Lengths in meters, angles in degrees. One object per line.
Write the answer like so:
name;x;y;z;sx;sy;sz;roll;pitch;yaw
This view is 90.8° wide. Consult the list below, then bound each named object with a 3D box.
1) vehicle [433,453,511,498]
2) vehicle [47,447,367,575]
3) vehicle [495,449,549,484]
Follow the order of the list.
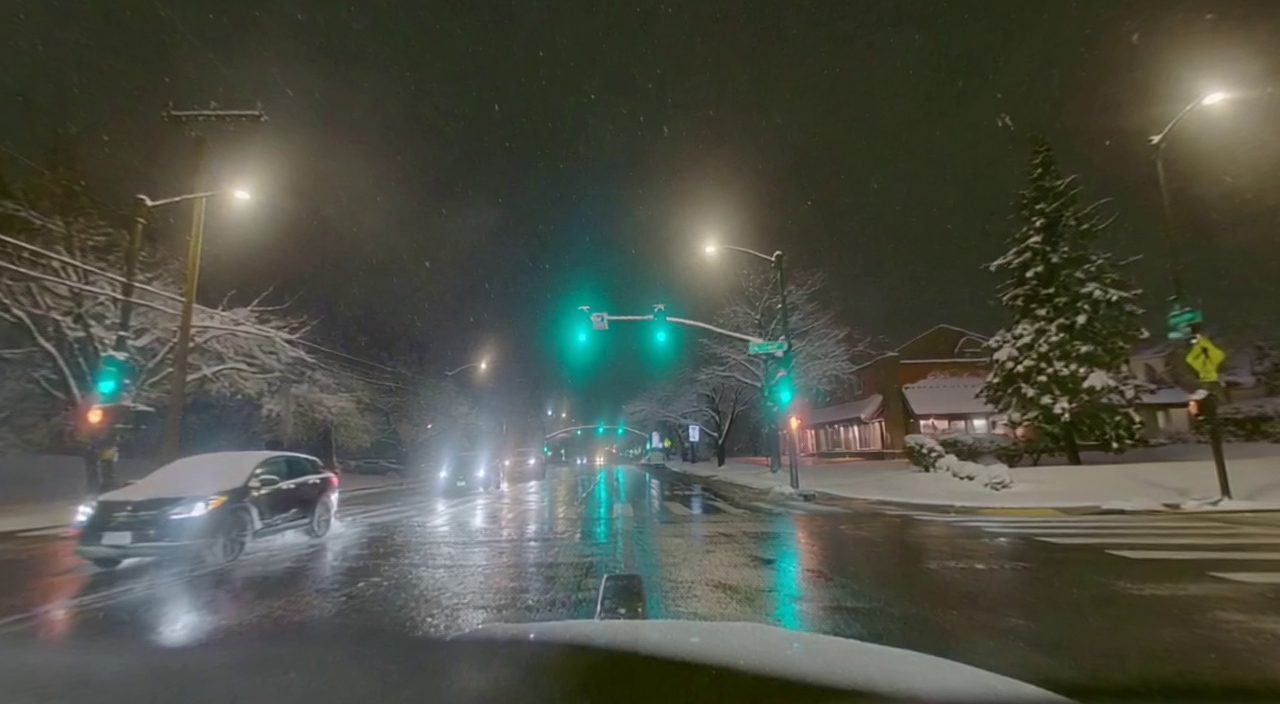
vehicle;-6.810;5.018;26.135;2.019;1.596;4.608;0;-8;-1
vehicle;-6.462;2.355;10.255;2.071;1.588;4.336;0;-8;0
vehicle;-7.255;7.083;39.391;2.545;1.943;5.168;0;-8;-2
